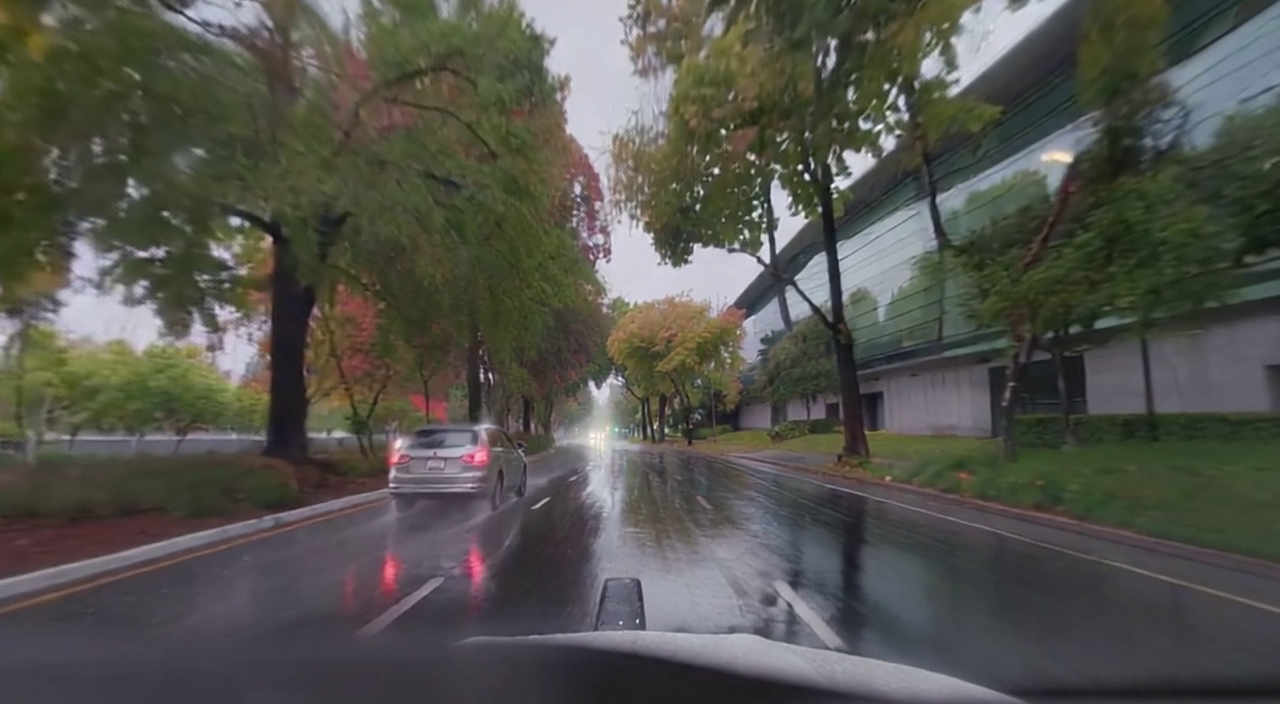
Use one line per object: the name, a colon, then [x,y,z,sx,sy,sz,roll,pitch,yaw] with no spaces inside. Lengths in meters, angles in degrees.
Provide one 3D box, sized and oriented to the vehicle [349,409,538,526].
vehicle: [-3.276,1.999,11.675,2.067,1.700,4.561,0,-7,-1]
